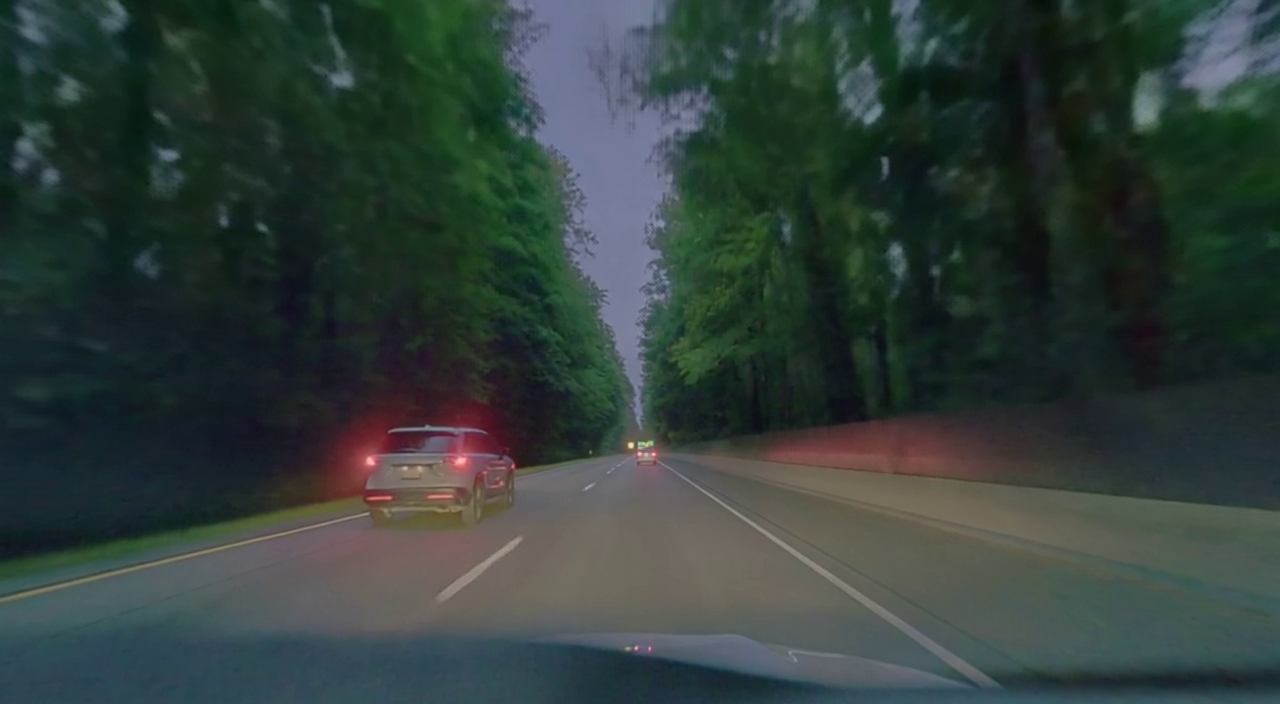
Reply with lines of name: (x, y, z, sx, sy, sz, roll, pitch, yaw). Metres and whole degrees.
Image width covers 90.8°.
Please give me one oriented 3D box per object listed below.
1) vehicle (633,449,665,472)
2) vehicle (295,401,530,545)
vehicle: (0.573, 7.358, 43.123, 2.046, 1.452, 4.407, 0, -9, -1)
vehicle: (-3.690, 2.103, 11.571, 2.418, 2.049, 4.930, 0, -9, 0)
